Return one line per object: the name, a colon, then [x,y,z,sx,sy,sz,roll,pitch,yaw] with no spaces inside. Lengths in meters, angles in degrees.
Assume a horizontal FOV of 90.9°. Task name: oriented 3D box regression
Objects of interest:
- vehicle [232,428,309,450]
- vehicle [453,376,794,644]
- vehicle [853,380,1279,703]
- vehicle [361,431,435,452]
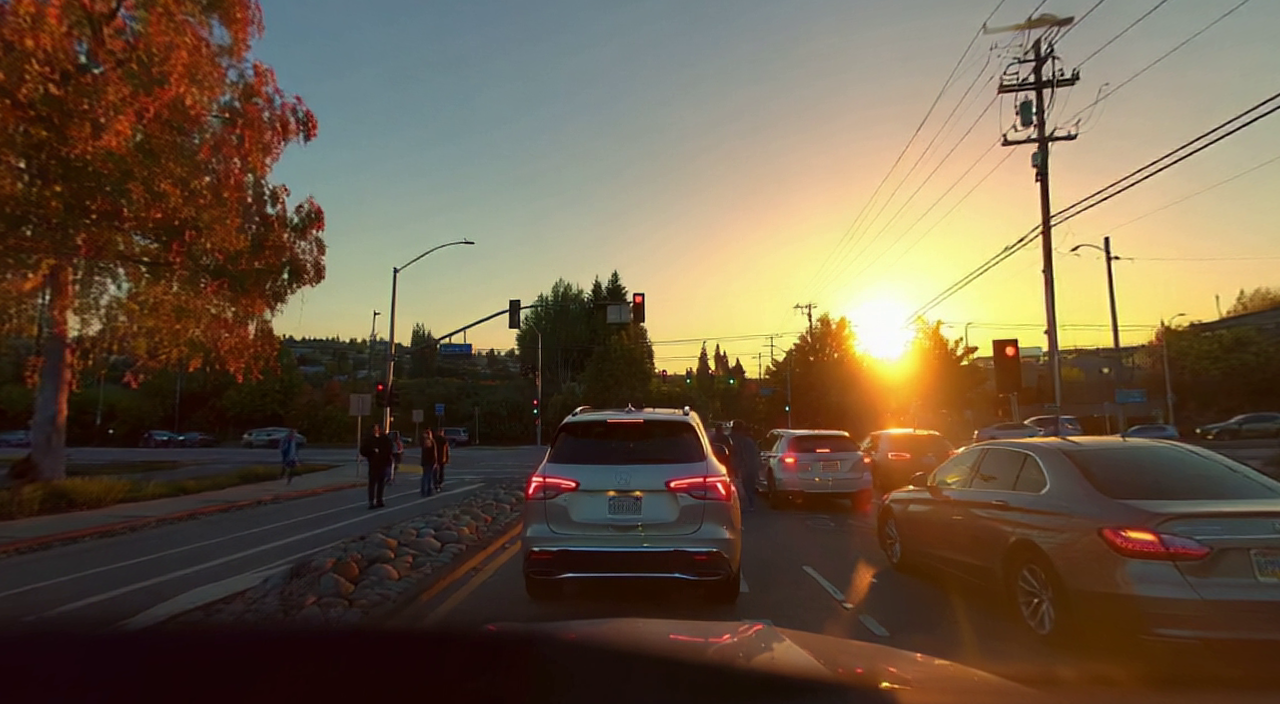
vehicle: [-27.603,6.524,47.215,4.587,1.639,1.878,0,-8,0]
vehicle: [-0.157,1.376,6.529,2.271,1.786,4.443,0,-8,-1]
vehicle: [3.552,1.300,5.457,1.948,1.677,4.437,0,-8,1]
vehicle: [-17.762,6.561,46.360,4.607,1.478,1.995,0,-8,0]
